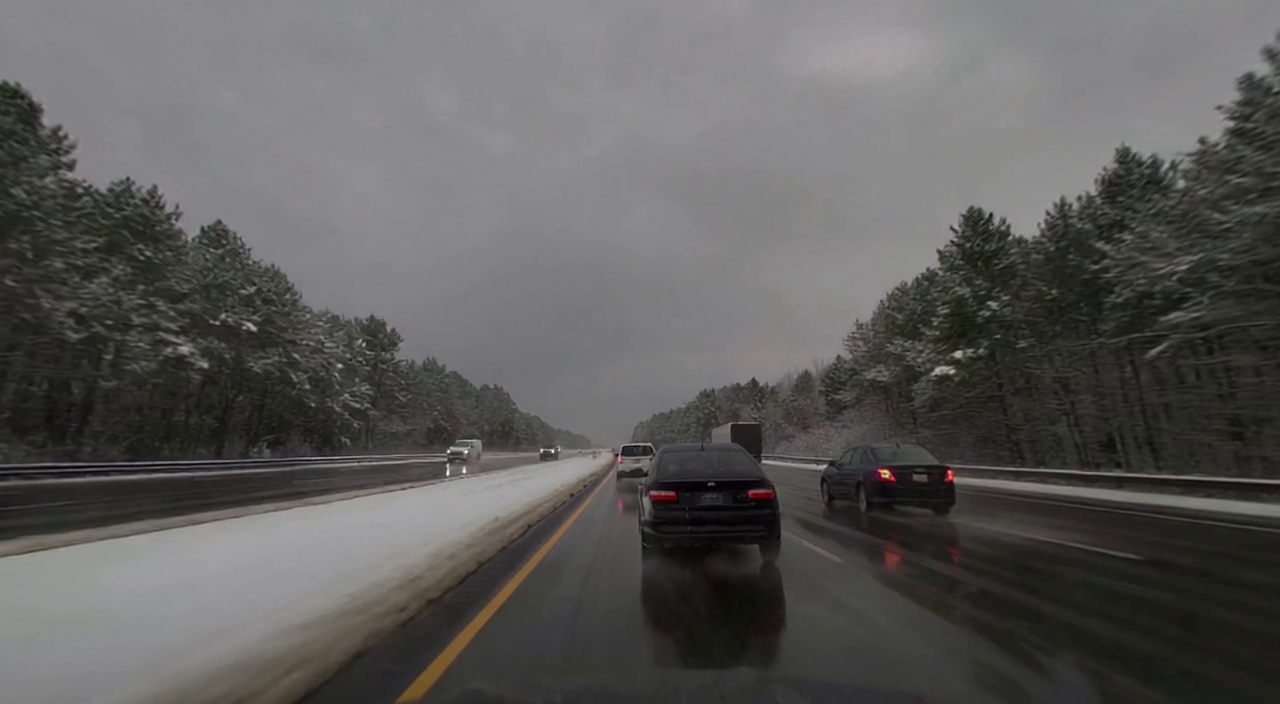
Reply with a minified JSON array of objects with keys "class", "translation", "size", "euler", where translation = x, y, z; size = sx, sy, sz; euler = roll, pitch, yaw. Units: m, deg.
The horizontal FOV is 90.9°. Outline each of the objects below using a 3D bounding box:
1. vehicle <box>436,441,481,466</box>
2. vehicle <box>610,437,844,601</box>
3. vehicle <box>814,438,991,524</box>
[{"class":"vehicle","translation":[-13.152,7.397,45.912],"size":[1.991,1.677,4.499],"euler":[0,-9,-1]},{"class":"vehicle","translation":[0.719,1.785,7.551],"size":[2.094,1.426,3.725],"euler":[0,-9,-2]},{"class":"vehicle","translation":[5.307,2.645,13.438],"size":[1.908,1.500,4.157],"euler":[0,-9,-1]}]
